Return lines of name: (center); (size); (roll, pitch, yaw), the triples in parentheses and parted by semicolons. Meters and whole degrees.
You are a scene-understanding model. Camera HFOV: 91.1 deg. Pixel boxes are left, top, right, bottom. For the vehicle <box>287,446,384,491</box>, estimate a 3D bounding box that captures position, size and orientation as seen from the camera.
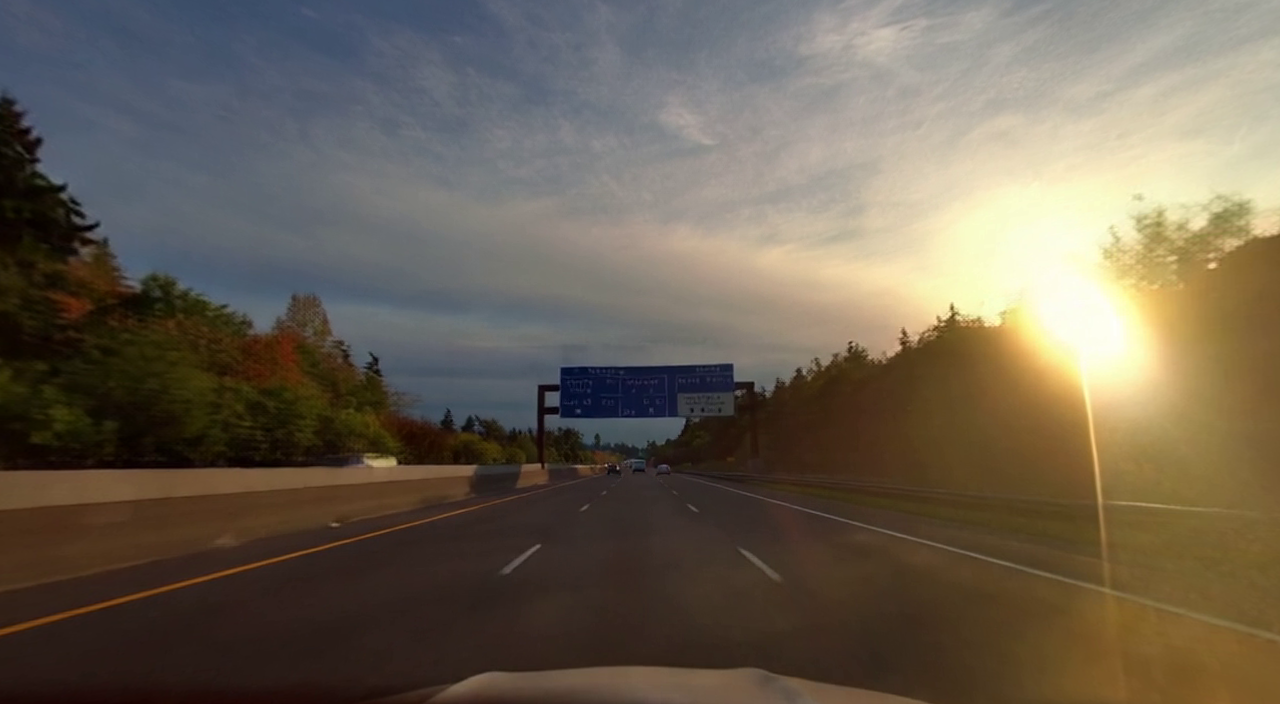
vehicle: (-15.120, 5.853, 31.575); (2.360, 1.999, 4.727); (0, -10, 1)
